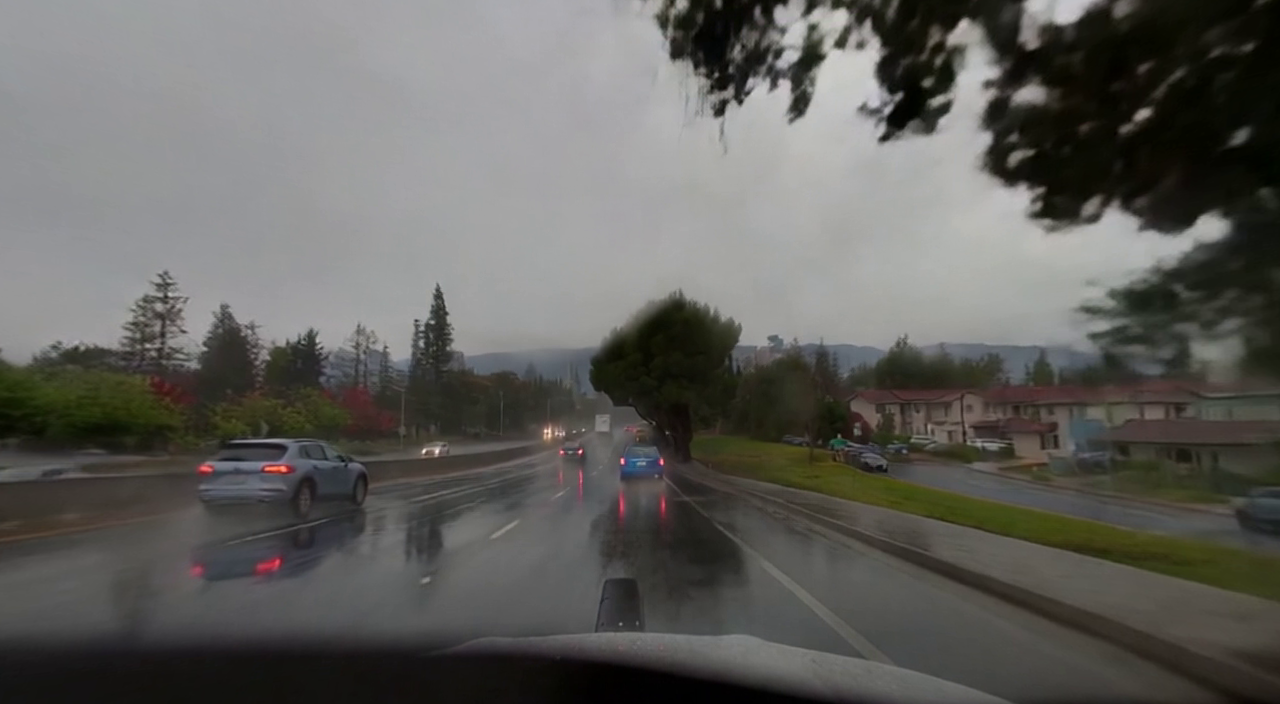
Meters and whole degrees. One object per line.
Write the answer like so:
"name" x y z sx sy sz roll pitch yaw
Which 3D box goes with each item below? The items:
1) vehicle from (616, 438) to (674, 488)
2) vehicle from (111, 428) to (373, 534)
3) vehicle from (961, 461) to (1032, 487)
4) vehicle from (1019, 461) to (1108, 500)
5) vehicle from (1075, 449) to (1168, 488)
"vehicle" 0.179 4.511 25.924 2.125 1.830 4.370 -1 -9 0
"vehicle" -7.438 2.452 12.674 1.997 1.650 5.090 -1 -9 -1
"vehicle" 25.315 8.669 45.051 1.862 1.481 4.503 0 -7 -9
"vehicle" 25.965 7.866 38.932 1.975 1.950 4.526 -1 -7 -6
"vehicle" 34.096 8.220 44.885 4.850 1.840 1.939 5 0 22
